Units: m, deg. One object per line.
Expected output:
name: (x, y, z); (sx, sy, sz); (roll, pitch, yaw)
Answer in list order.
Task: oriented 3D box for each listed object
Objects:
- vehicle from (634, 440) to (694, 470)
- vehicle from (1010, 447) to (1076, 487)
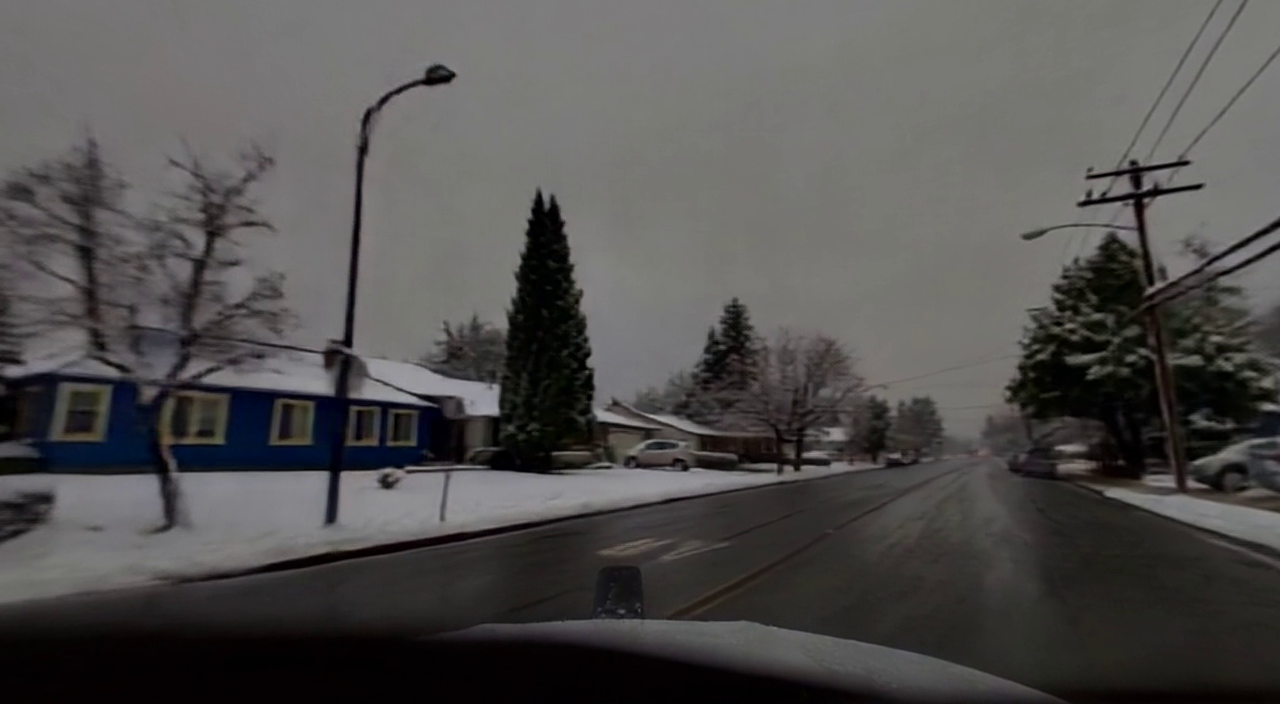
vehicle: (1.687, 6.774, 41.385); (2.034, 1.829, 5.161); (-4, -11, 25)
vehicle: (21.376, 6.053, 33.713); (2.114, 1.858, 5.144); (-3, -9, 24)
